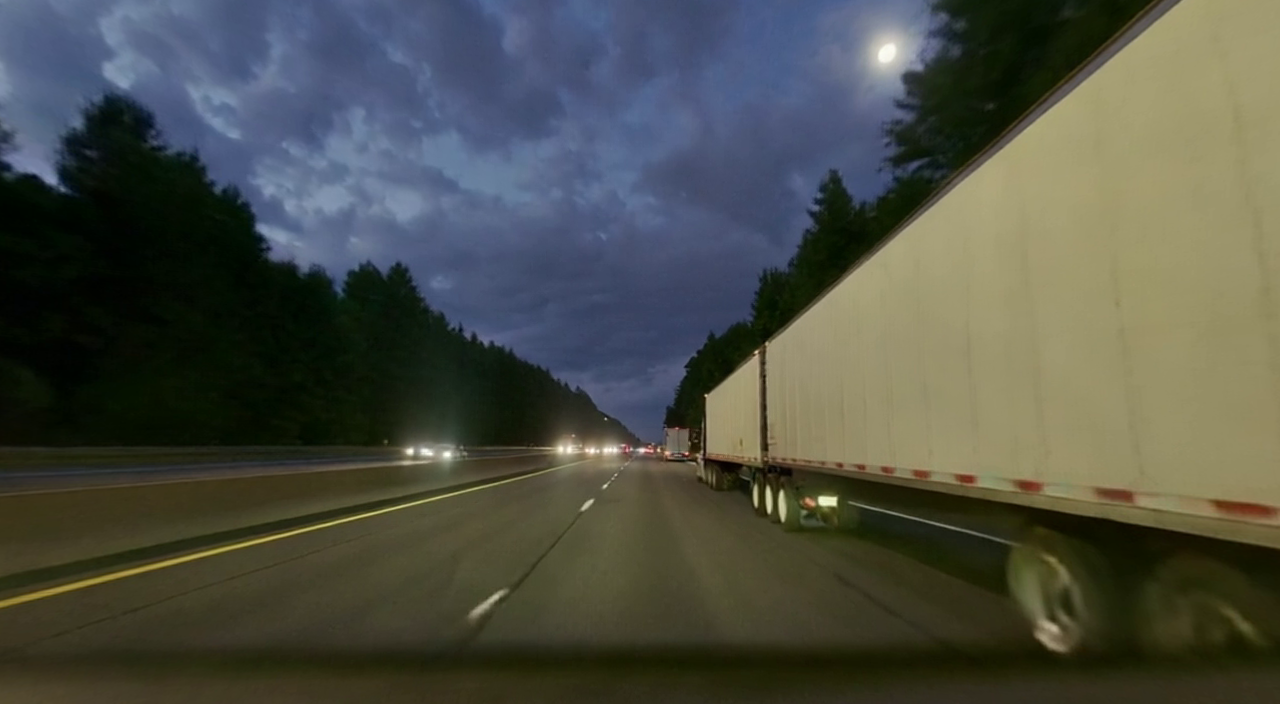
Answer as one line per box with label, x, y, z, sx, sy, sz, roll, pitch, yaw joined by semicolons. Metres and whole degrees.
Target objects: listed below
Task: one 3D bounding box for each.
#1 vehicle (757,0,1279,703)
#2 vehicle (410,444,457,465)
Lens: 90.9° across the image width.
vehicle;4.153;0.526;7.684;2.950;4.033;13.276;0;-9;0
vehicle;-15.059;7.503;46.175;1.855;1.494;4.724;0;-9;0
